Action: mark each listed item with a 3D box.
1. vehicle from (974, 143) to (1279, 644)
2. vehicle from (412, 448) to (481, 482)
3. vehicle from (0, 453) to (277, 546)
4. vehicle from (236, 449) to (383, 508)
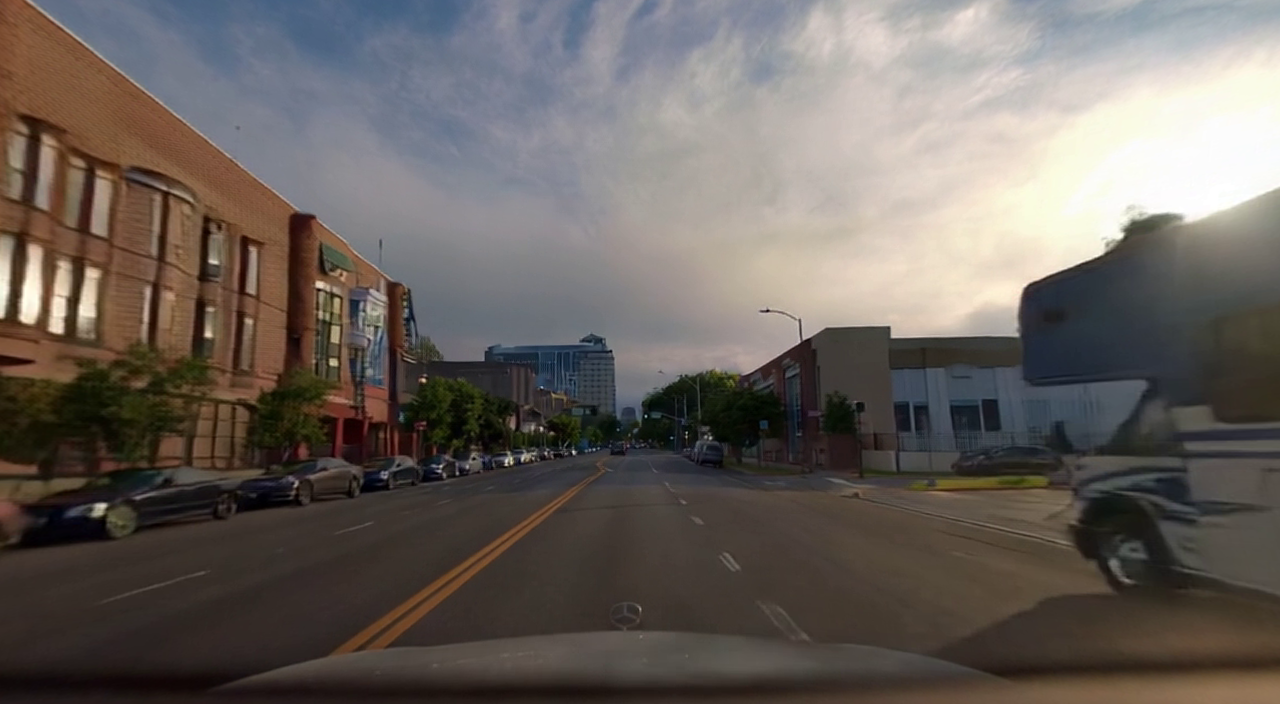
[{"bbox_3d":[6.078,0.106,3.189,3.102,3.473,9.734,0,-8,-2],"label":"vehicle"},{"bbox_3d":[-10.136,5.933,33.575,1.995,1.564,5.321,0,-8,0],"label":"vehicle"},{"bbox_3d":[-10.021,2.899,13.189,1.959,1.451,4.990,0,-8,-1],"label":"vehicle"},{"bbox_3d":[-10.024,3.827,19.703,1.918,1.535,4.834,-1,-8,1],"label":"vehicle"}]
